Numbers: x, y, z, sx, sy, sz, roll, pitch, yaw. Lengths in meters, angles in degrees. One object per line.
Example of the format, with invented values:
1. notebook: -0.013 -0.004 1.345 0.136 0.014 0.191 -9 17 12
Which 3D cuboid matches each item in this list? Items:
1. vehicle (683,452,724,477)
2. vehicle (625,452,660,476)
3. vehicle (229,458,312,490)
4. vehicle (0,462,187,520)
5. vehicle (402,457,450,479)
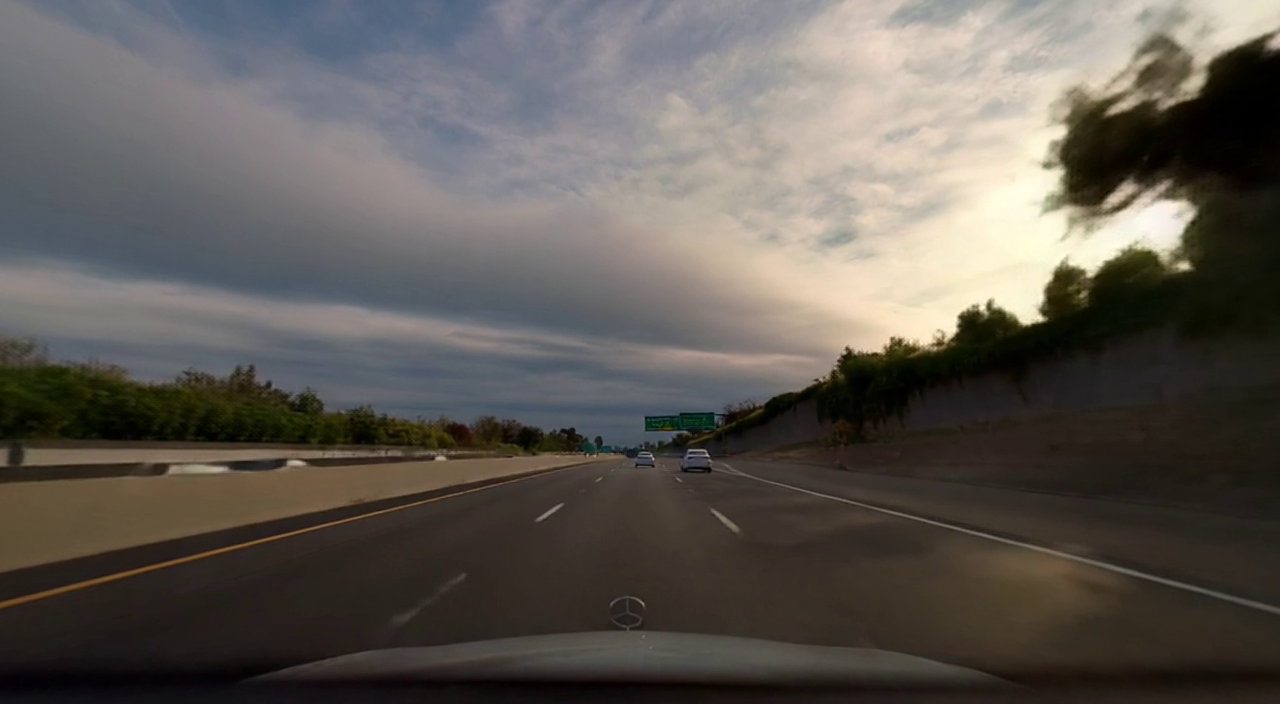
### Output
1. vehicle: 3.571 6.440 36.187 1.883 1.320 3.386 0 -9 -2
2. vehicle: 0.143 6.987 39.596 2.065 1.400 4.028 0 -9 -1
3. vehicle: -20.710 6.842 35.554 2.050 1.644 4.292 0 -9 0
4. vehicle: -16.847 4.224 19.669 1.860 1.495 4.658 0 -9 1
5. vehicle: -15.930 8.670 47.220 1.919 1.473 4.498 -1 -9 2
